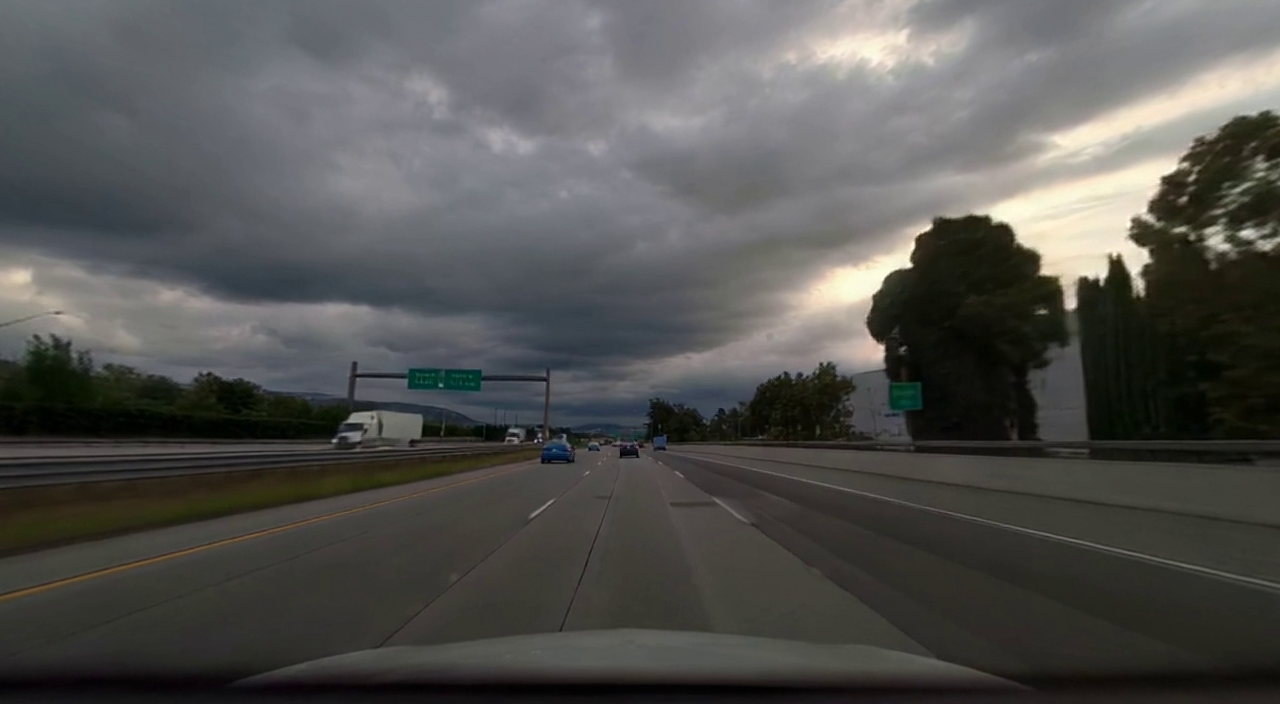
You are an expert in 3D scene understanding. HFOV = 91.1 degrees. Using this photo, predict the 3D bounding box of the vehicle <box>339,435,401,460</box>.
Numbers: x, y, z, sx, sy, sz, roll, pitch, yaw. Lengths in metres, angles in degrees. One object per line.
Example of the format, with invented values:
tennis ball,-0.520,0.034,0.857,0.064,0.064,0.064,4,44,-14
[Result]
vehicle,-17.070,6.070,39.997,1.846,1.486,4.873,0,-8,-1

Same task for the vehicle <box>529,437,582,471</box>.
vehicle,-4.331,5.280,32.840,2.271,1.626,4.463,0,-8,-1

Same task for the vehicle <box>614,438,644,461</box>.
vehicle,-0.897,7.587,49.005,2.196,1.699,4.499,0,-8,-2
